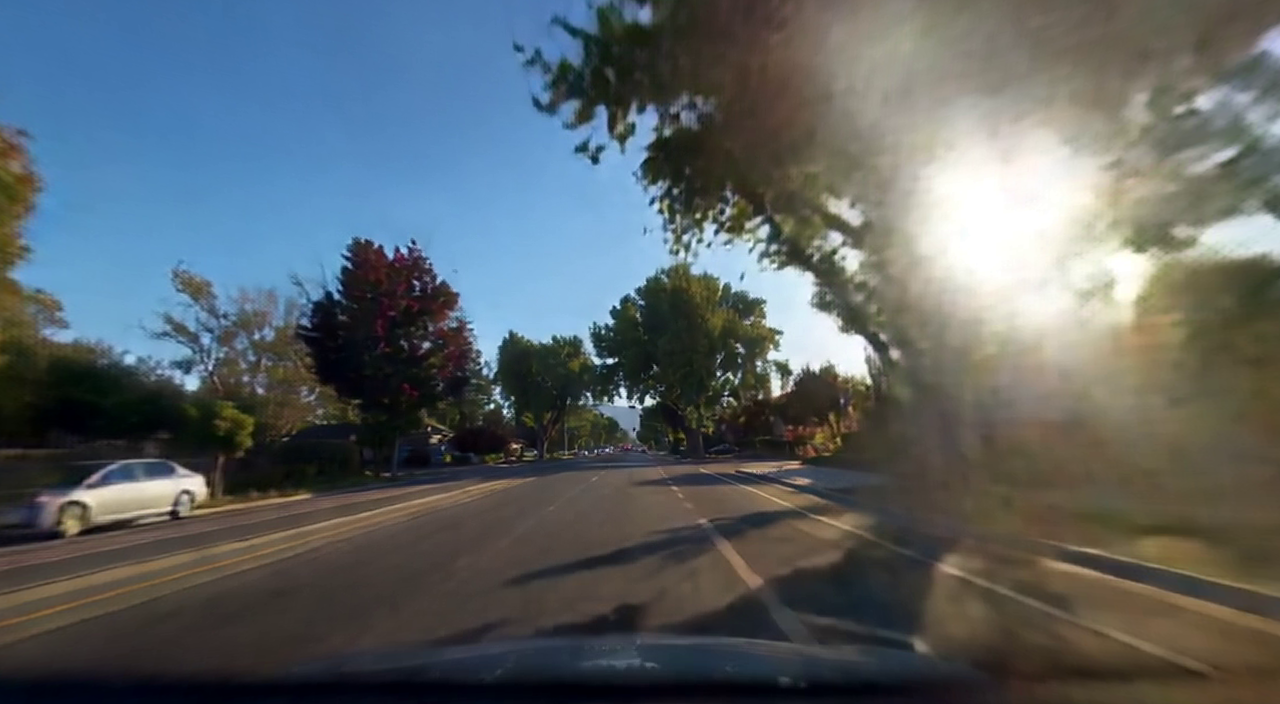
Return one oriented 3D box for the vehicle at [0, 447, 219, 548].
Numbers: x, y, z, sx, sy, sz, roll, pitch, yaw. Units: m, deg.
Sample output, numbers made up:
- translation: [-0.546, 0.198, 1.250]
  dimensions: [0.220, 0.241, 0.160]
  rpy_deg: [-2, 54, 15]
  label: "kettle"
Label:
- translation: [-11.482, 2.943, 13.306]
  dimensions: [2.047, 1.710, 4.473]
  rpy_deg: [-3, -9, 2]
  label: "vehicle"
